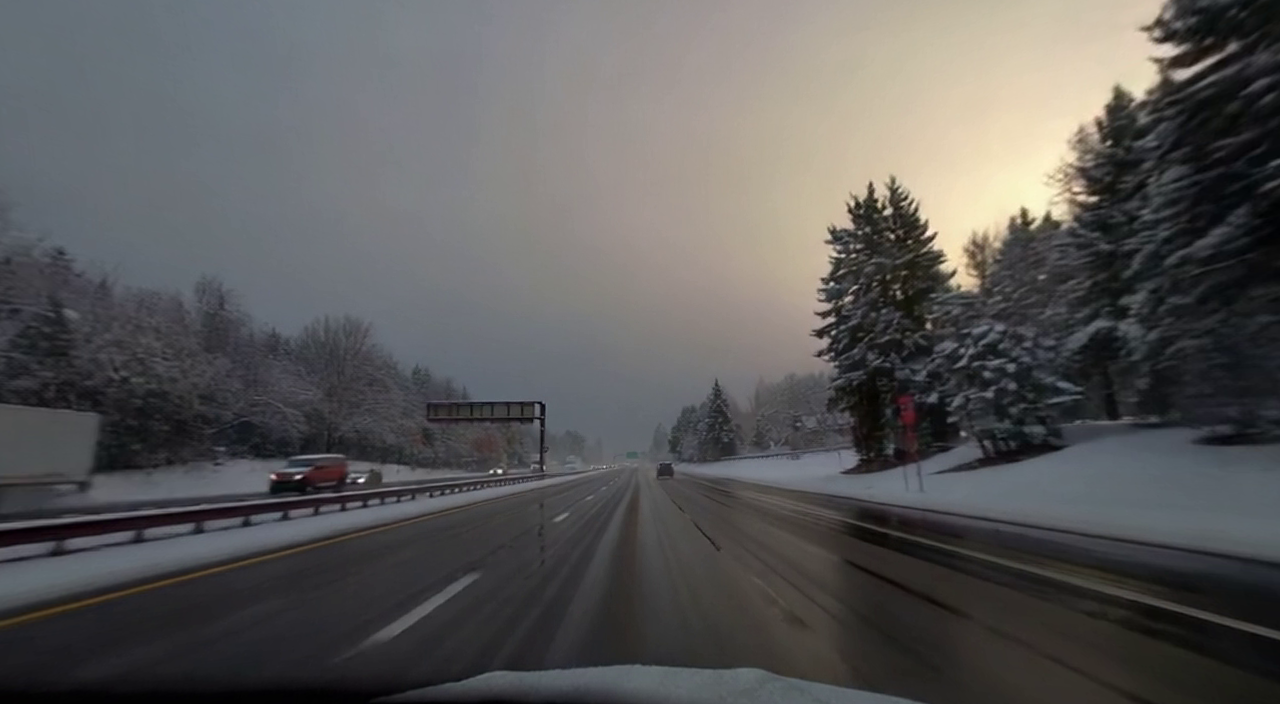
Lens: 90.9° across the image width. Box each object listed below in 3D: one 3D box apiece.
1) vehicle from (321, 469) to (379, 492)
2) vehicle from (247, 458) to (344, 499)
[{"bbox_3d":[-20.184,8.960,44.046,1.849,1.483,4.542,1,-10,0],"label":"vehicle"},{"bbox_3d":[-16.033,5.919,29.653,1.941,1.730,4.593,1,-10,0],"label":"vehicle"}]
